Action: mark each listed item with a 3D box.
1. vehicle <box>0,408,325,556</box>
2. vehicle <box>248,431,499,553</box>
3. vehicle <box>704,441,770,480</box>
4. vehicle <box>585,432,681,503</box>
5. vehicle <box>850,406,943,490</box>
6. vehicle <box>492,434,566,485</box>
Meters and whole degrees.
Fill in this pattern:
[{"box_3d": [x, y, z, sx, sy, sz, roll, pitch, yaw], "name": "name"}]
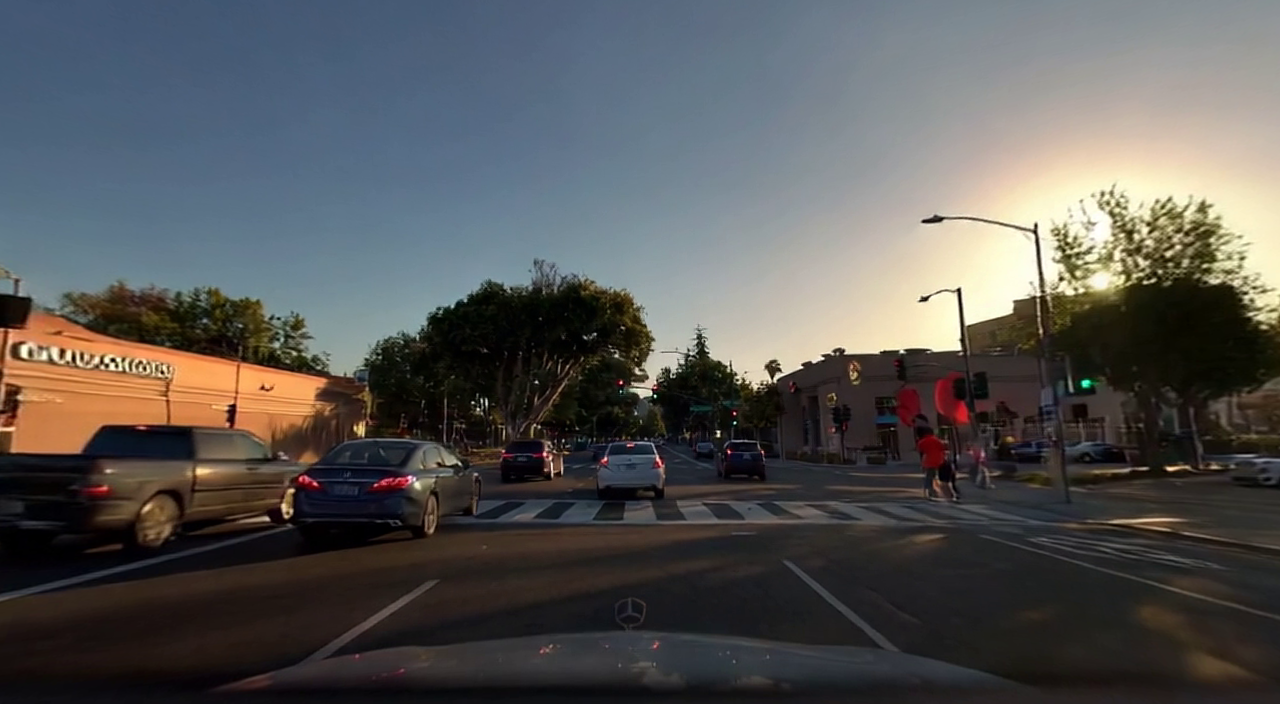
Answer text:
[{"box_3d": [-7.359, 1.939, 10.130, 2.105, 1.802, 4.712, 0, -8, 0], "name": "vehicle"}, {"box_3d": [-3.853, 2.091, 10.241, 1.992, 1.493, 4.688, 0, -8, 0], "name": "vehicle"}, {"box_3d": [3.950, 4.469, 26.351, 1.979, 1.485, 4.207, 0, -8, -2], "name": "vehicle"}, {"box_3d": [-0.182, 2.881, 16.085, 2.121, 1.563, 4.031, 0, -8, -1], "name": "vehicle"}, {"box_3d": [10.677, 4.009, 26.503, 2.613, 3.281, 2.673, 1, -8, -1], "name": "vehicle"}, {"box_3d": [-3.975, 3.907, 23.198, 1.983, 1.685, 3.997, 0, -8, 0], "name": "vehicle"}]
